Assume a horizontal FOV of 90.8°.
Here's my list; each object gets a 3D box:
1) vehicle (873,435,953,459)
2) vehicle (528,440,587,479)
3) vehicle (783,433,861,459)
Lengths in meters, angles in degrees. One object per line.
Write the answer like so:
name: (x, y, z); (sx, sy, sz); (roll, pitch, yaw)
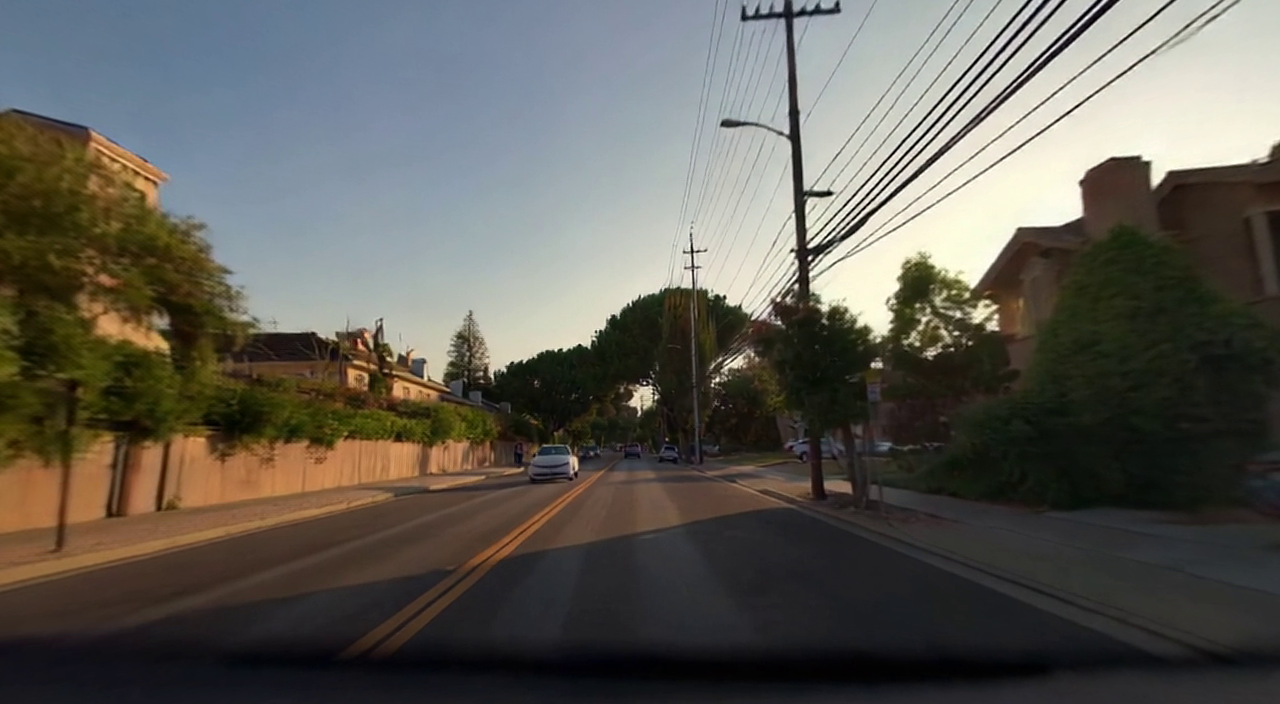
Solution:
vehicle: (18.680, 6.535, 43.401); (4.558, 1.554, 1.990); (-1, -9, 4)
vehicle: (-3.753, 4.993, 29.520); (2.146, 1.657, 4.351); (0, -9, 0)
vehicle: (12.432, 6.461, 43.435); (4.701, 1.745, 2.083); (-1, -9, 2)
